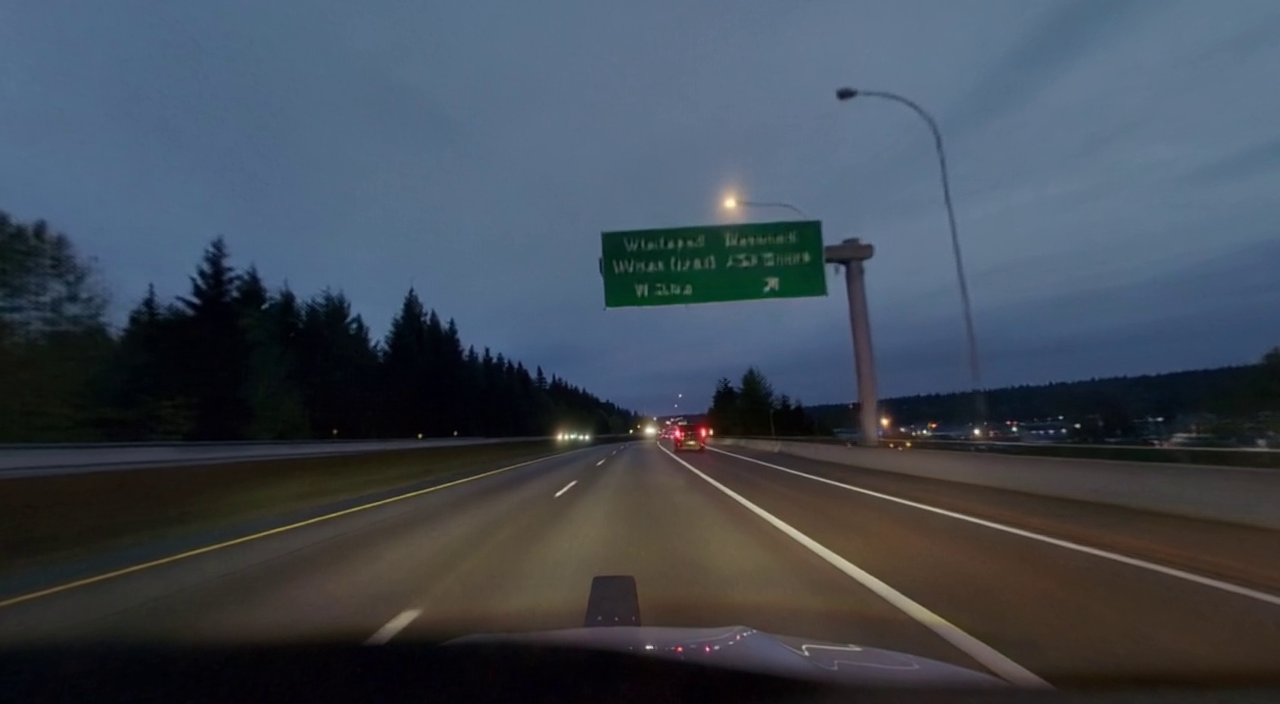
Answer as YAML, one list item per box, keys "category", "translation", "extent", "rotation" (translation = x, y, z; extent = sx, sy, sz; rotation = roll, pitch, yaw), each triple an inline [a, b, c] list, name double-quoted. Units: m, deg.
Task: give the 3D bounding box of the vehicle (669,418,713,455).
- category: "vehicle"
  translation: [3.323, 5.642, 42.016]
  extent: [2.450, 2.314, 4.753]
  rotation: [0, -8, -1]
